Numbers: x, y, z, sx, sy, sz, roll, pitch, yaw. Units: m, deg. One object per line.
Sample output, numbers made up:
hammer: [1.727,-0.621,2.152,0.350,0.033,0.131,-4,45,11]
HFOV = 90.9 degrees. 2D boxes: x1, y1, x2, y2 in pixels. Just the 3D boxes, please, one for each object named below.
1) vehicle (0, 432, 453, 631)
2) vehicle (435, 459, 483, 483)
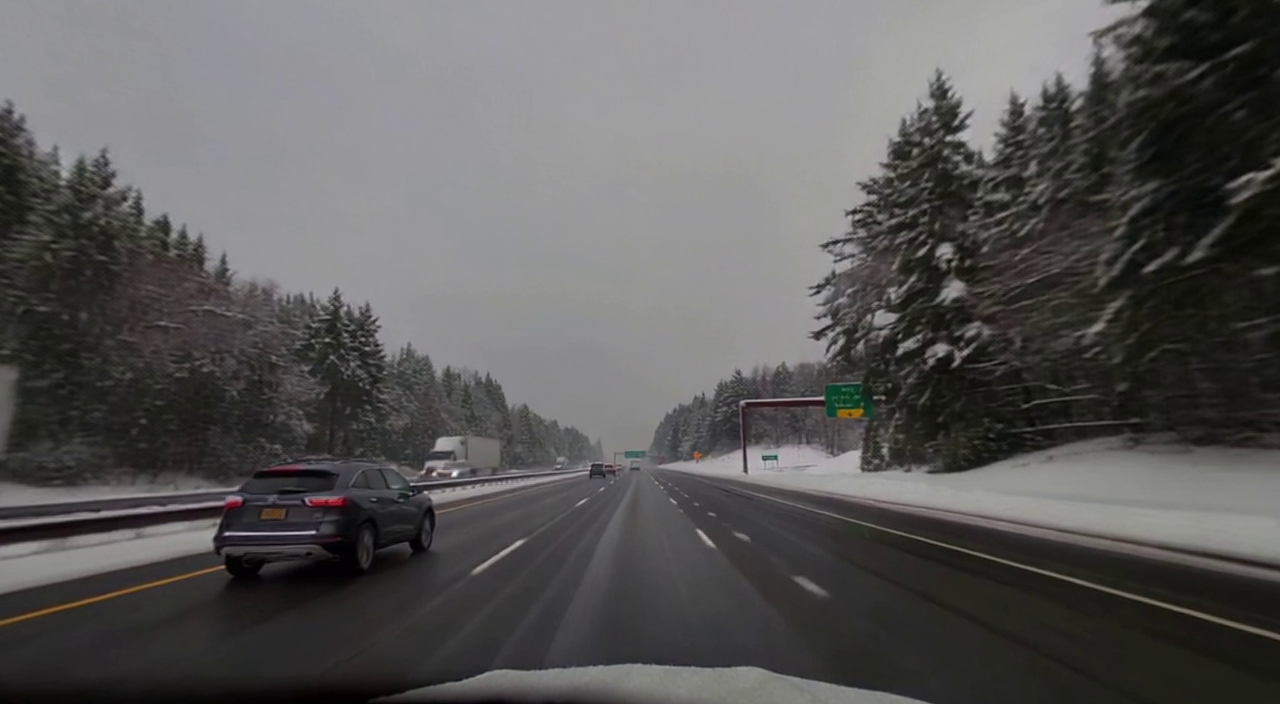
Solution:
vehicle: [-3.798,1.754,7.009,1.998,1.427,4.462,1,-10,0]
vehicle: [-12.091,7.957,42.339,1.852,1.479,4.517,1,-10,0]
